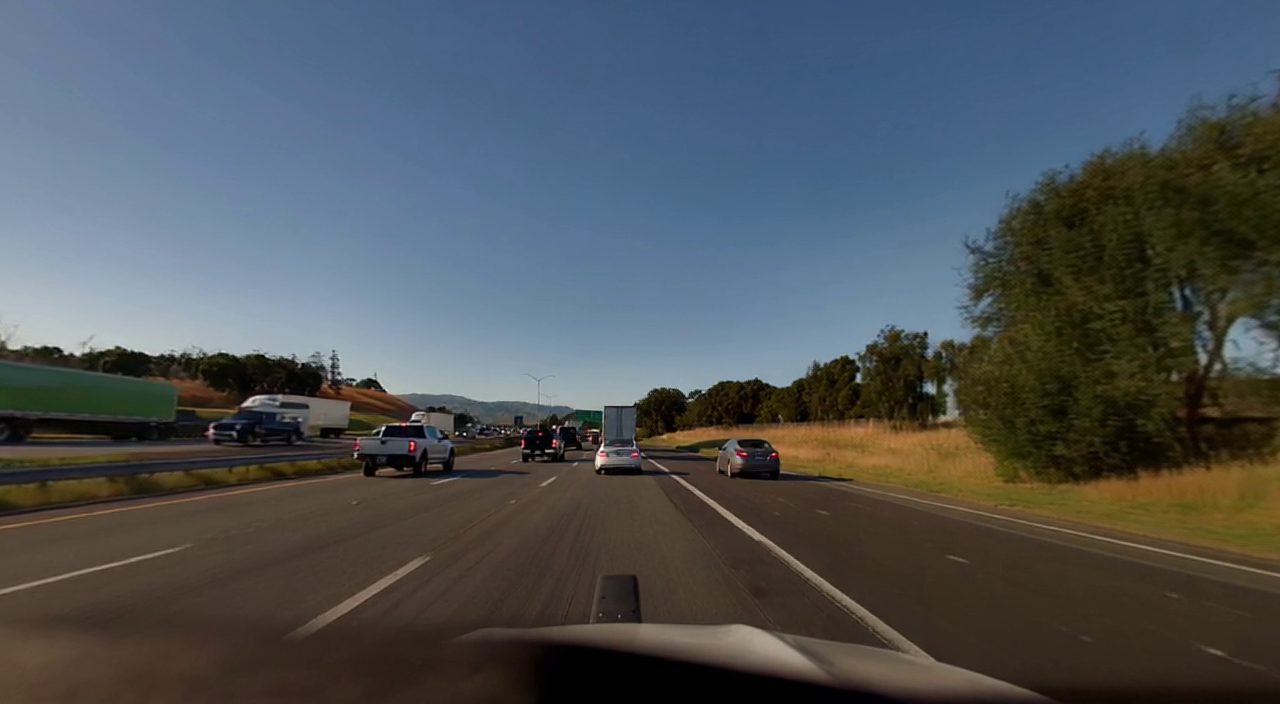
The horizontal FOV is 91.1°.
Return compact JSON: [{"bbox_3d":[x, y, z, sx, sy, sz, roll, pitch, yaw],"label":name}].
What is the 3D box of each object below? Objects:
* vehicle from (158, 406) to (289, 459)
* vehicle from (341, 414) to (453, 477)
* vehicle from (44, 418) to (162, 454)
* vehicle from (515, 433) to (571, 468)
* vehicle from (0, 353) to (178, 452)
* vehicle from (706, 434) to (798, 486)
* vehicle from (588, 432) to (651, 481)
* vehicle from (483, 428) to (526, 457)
[{"bbox_3d":[-15.220,2.995,23.314,1.919,1.761,4.413,0,-8,-2],"label":"vehicle"},{"bbox_3d":[-8.343,3.260,22.159,2.158,1.943,4.662,0,-8,-1],"label":"vehicle"},{"bbox_3d":[-23.270,3.671,27.459,1.773,1.462,3.985,0,-8,-3],"label":"vehicle"},{"bbox_3d":[-4.515,4.653,30.022,2.046,1.493,4.384,0,-8,-1],"label":"vehicle"},{"bbox_3d":[-27.671,2.476,28.752,2.852,4.024,14.120,0,-8,-2],"label":"vehicle"},{"bbox_3d":[3.503,3.433,20.525,1.981,1.474,4.396,0,-8,-3],"label":"vehicle"},{"bbox_3d":[-0.688,3.503,21.475,1.980,1.478,3.758,0,-8,-1],"label":"vehicle"},{"bbox_3d":[-9.017,6.085,42.297,1.992,1.838,4.493,0,-8,-1],"label":"vehicle"}]
